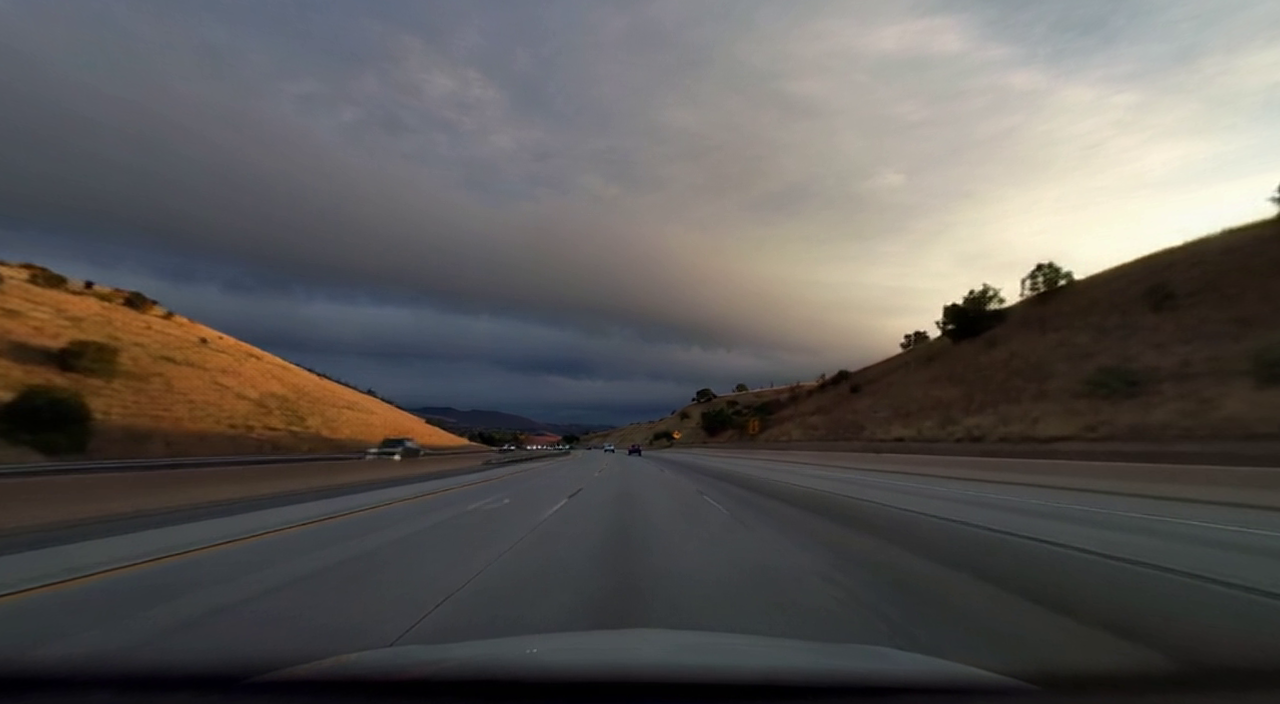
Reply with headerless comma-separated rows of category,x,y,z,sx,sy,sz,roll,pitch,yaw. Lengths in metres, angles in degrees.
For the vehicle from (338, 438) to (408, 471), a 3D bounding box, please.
vehicle,-15.107,5.800,35.987,2.008,1.721,4.625,0,-9,-1
